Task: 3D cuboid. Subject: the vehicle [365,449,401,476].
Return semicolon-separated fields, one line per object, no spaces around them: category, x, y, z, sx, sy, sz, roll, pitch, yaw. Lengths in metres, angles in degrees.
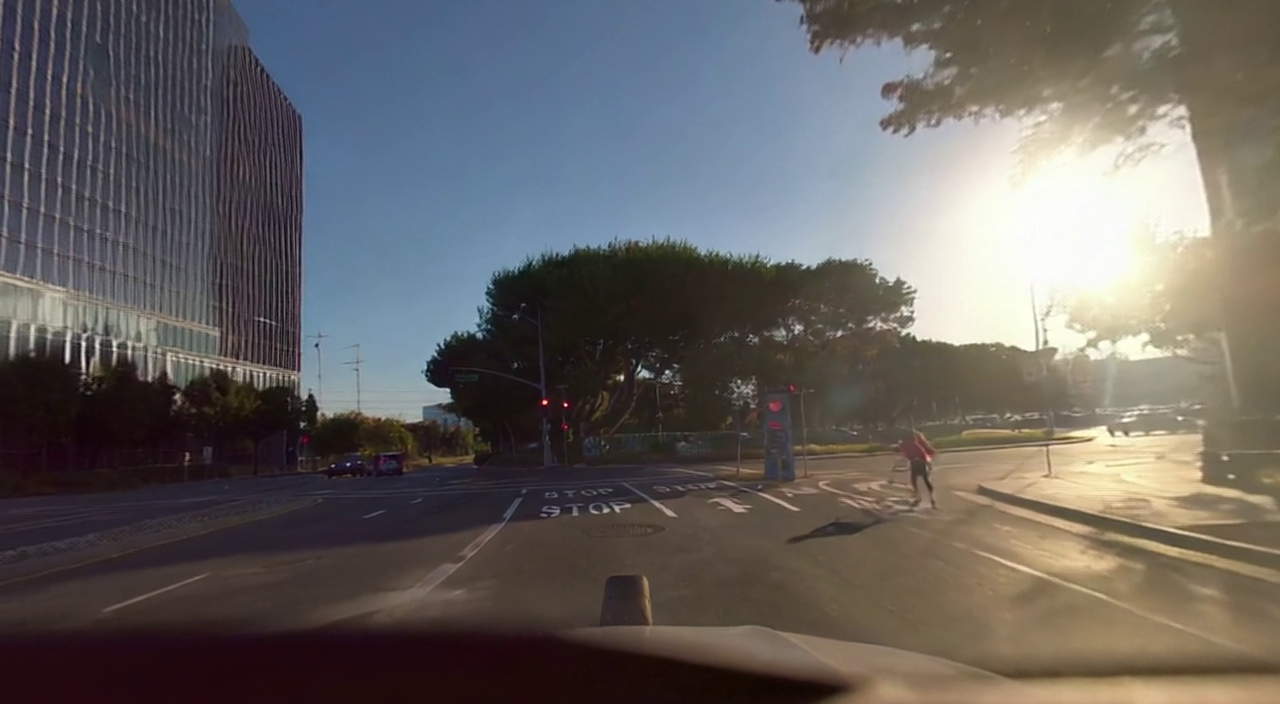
vehicle;-20.364;8.654;49.746;2.336;1.923;5.570;4;-9;-24
